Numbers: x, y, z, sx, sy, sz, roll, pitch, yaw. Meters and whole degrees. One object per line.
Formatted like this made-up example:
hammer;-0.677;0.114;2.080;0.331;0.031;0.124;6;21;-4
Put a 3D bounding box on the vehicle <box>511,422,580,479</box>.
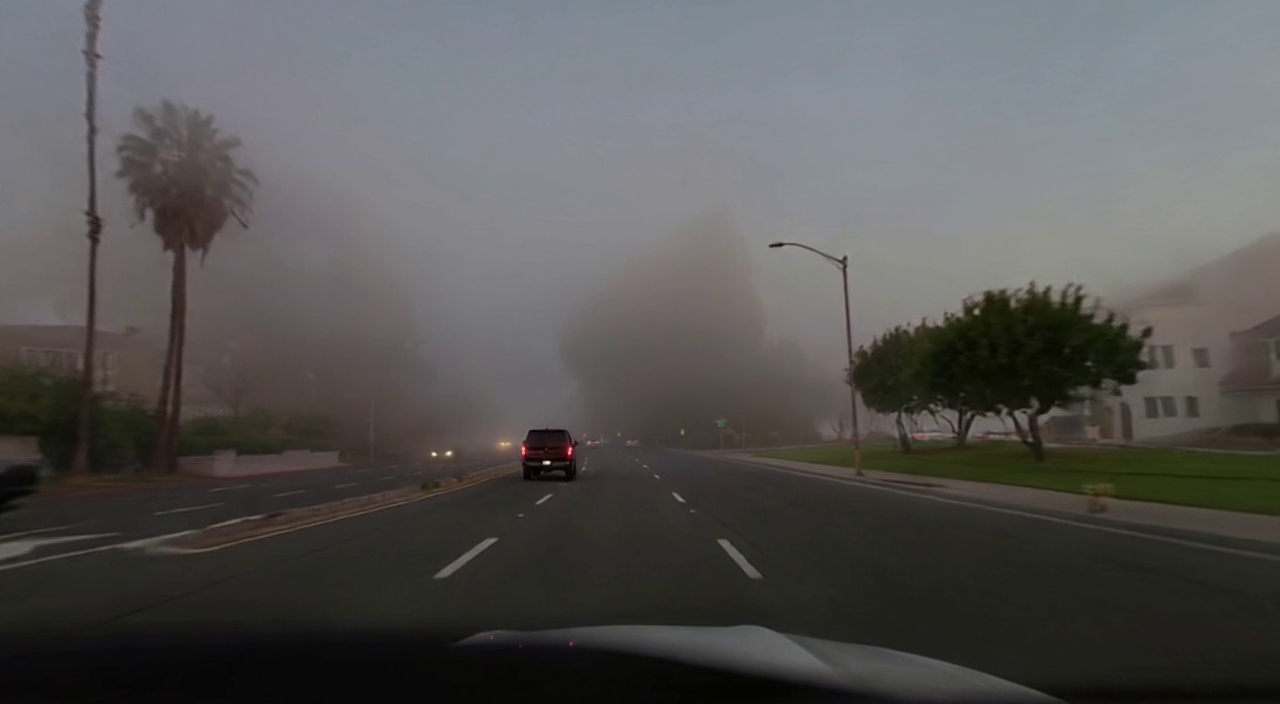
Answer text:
vehicle;-3.947;4.277;27.404;2.507;2.161;6.049;1;-9;-5
